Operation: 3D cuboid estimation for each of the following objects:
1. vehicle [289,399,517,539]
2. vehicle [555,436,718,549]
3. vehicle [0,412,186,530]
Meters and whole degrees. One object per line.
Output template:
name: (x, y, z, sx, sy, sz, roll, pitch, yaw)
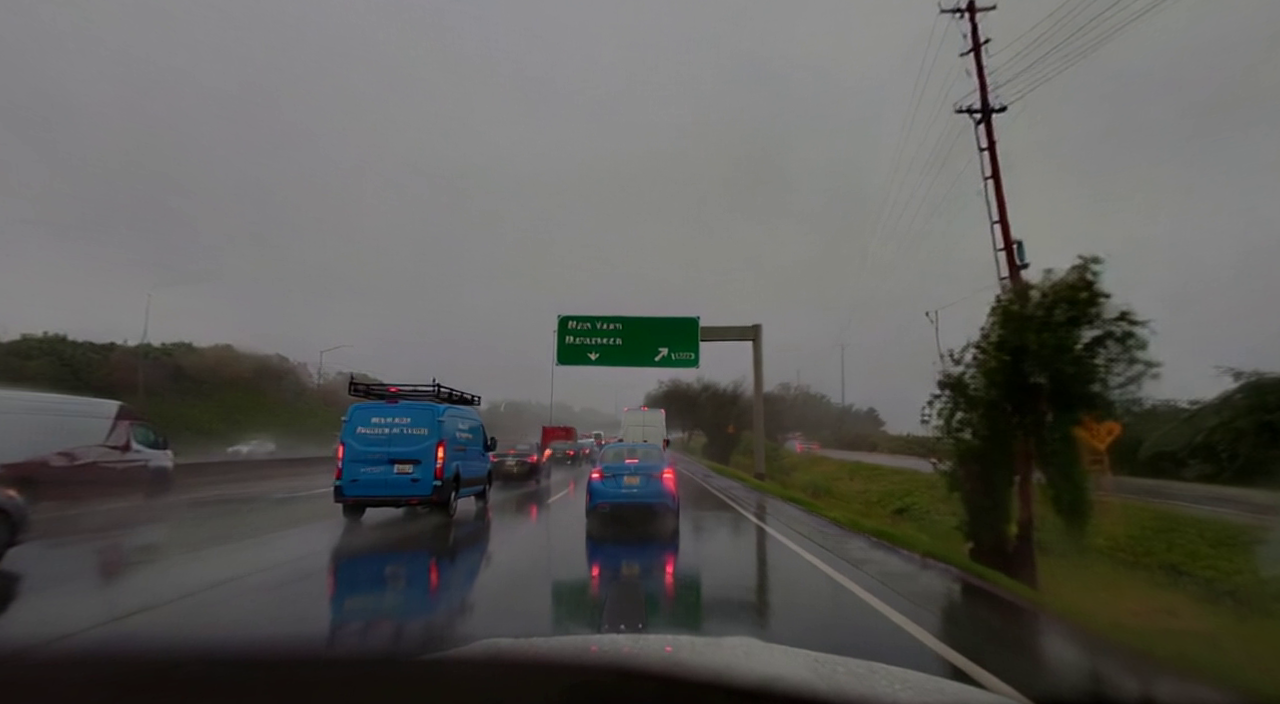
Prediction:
vehicle: (-3.806, 1.983, 11.202, 2.142, 1.952, 4.556, 0, -8, 2)
vehicle: (-0.042, 2.084, 10.046, 2.054, 1.421, 4.090, 0, -8, 0)
vehicle: (-11.235, 2.122, 11.512, 2.040, 1.872, 4.969, 0, -8, 0)
